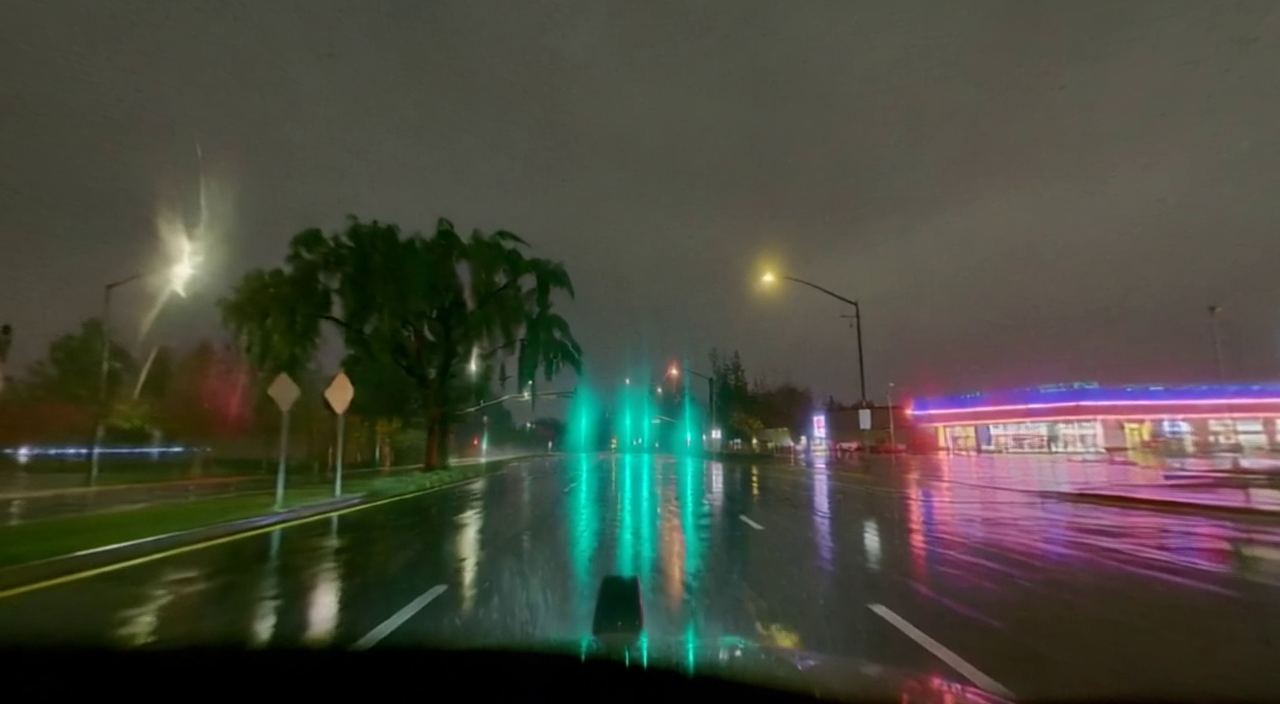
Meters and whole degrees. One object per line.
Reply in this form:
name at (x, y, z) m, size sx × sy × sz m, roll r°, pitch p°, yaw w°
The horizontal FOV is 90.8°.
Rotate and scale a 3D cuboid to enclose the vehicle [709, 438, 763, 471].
vehicle at (6.067, 6.582, 40.718) m, size 2.347 × 1.963 × 5.940 m, roll 0°, pitch -9°, yaw -1°
